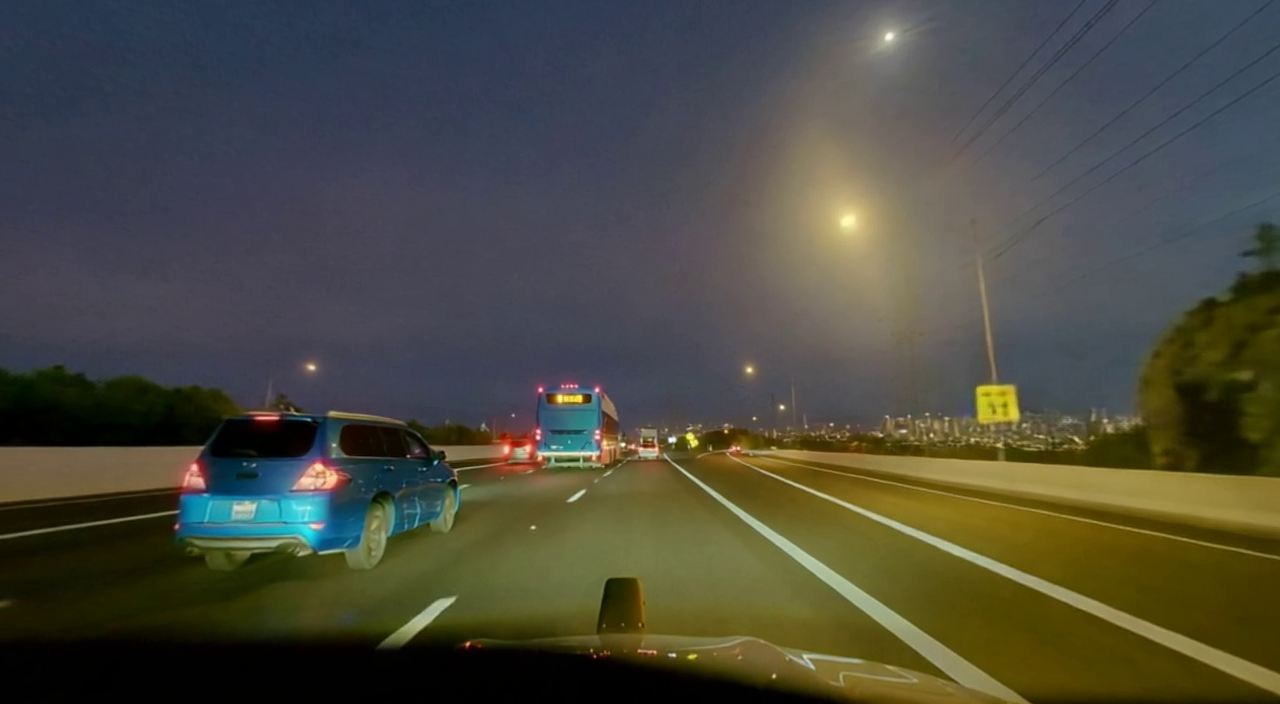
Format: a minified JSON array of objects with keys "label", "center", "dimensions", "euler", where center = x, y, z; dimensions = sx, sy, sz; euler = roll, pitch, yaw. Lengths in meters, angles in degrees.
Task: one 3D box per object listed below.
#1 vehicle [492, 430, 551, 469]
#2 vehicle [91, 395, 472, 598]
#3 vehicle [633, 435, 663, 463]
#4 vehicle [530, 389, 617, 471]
[{"label":"vehicle","center":[-6.920,5.843,37.739],"dimensions":[2.282,2.116,6.030],"euler":[0,-9,1]},{"label":"vehicle","center":[-3.662,1.556,7.603],"dimensions":[2.021,1.730,4.223],"euler":[0,-9,1]},{"label":"vehicle","center":[0.592,7.208,46.900],"dimensions":[2.083,2.001,4.782],"euler":[0,-9,0]},{"label":"vehicle","center":[-3.308,4.542,35.264],"dimensions":[3.382,3.712,11.766],"euler":[1,-9,1]}]
